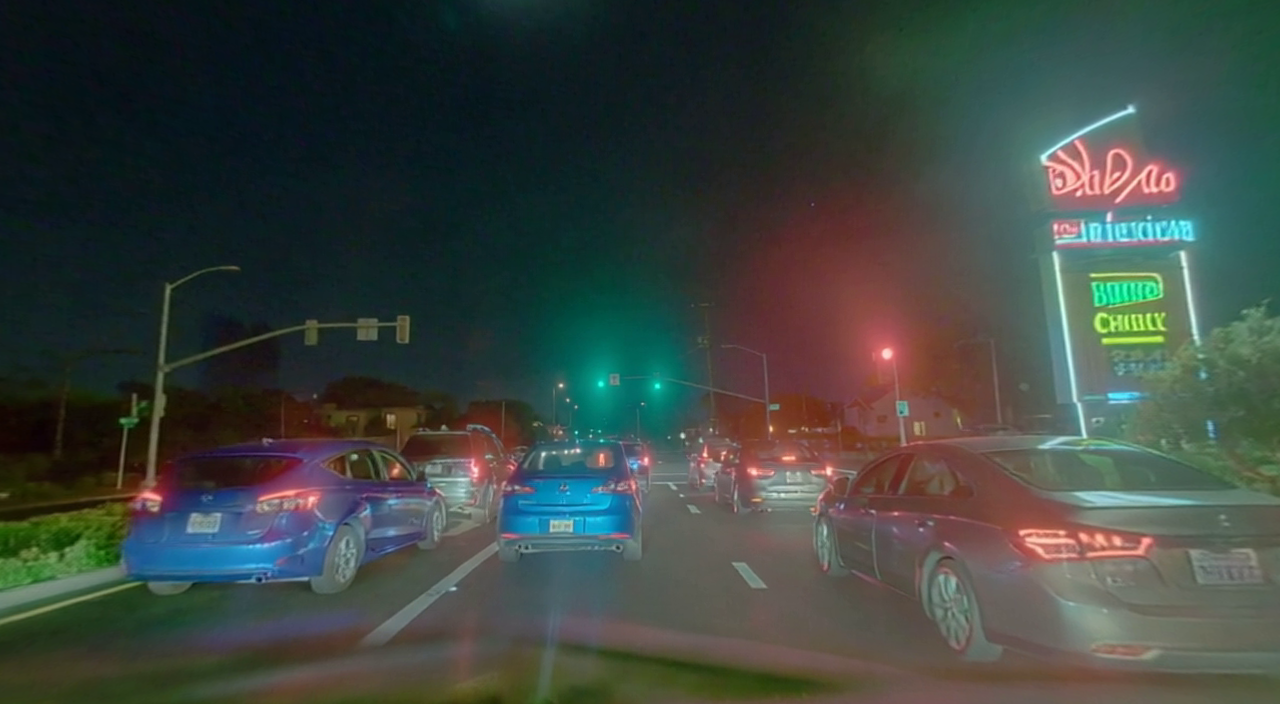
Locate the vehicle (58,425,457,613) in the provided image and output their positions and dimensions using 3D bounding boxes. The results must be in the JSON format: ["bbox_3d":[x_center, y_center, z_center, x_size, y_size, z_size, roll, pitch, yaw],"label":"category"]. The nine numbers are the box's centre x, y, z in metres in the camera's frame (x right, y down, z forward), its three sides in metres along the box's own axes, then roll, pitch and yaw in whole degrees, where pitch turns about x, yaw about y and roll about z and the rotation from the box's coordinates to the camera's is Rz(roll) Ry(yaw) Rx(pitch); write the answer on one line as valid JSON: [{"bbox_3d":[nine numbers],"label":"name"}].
[{"bbox_3d":[-3.712,1.668,7.372,2.058,1.474,4.473,0,-9,-3],"label":"vehicle"}]

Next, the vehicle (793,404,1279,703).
[{"bbox_3d":[2.766,1.274,4.838,2.014,1.464,4.312,0,-9,-1],"label":"vehicle"}]

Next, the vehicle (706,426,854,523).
[{"bbox_3d":[2.589,2.384,12.826,1.956,1.615,4.205,0,-9,-1],"label":"vehicle"}]

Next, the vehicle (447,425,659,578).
[{"bbox_3d":[-0.944,1.782,8.292,2.104,1.500,3.815,0,-9,-3],"label":"vehicle"}]
